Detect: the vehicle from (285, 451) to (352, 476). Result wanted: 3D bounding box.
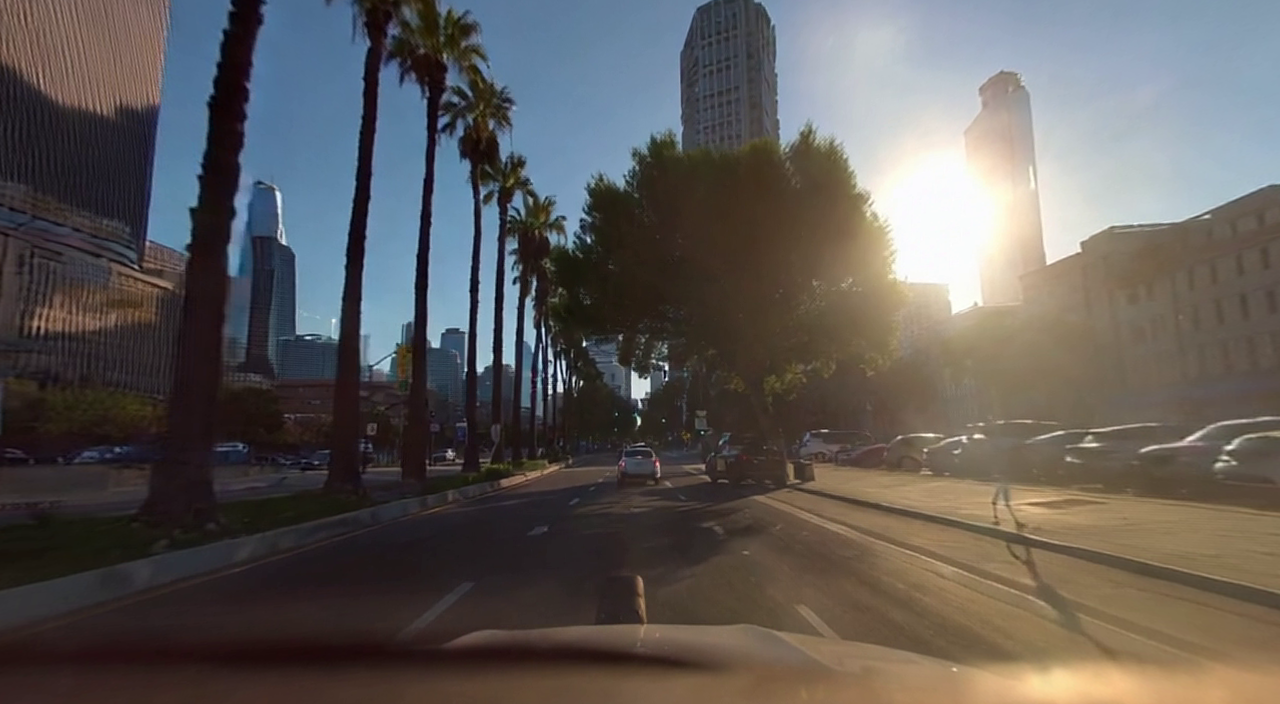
[{"bbox_3d":[-23.320,8.101,45.892,2.075,1.645,5.270,0,-9,1],"label":"vehicle"}]

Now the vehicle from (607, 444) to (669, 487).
[{"bbox_3d":[-0.075,4.388,24.576,2.235,1.528,3.876,0,-9,0],"label":"vehicle"}]

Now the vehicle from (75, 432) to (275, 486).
[{"bbox_3d":[-30.659,7.168,42.904,3.081,3.048,13.223,0,-9,3],"label":"vehicle"}]

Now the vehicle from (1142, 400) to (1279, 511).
[{"bbox_3d":[12.759,1.958,12.017,4.373,1.859,2.362,1,-9,-4],"label":"vehicle"}]

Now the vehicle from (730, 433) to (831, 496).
[{"bbox_3d":[4.370,3.590,20.421,2.136,1.774,4.778,0,-9,0],"label":"vehicle"}]
